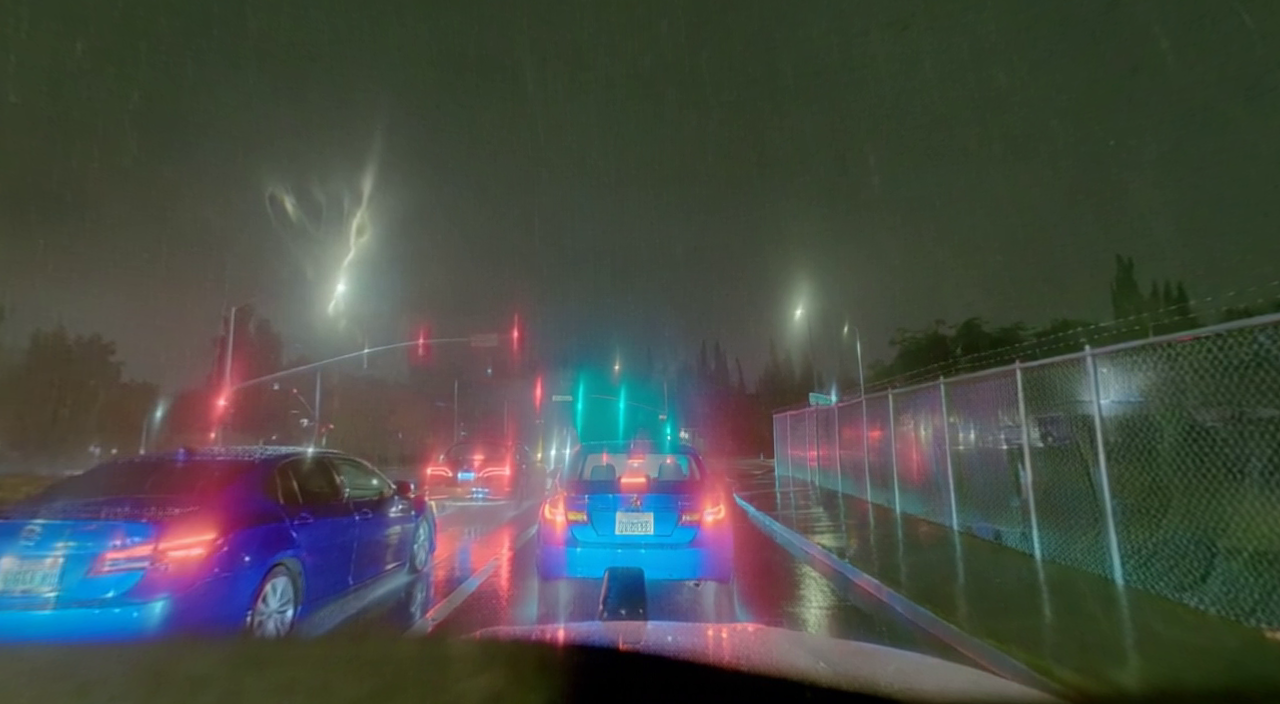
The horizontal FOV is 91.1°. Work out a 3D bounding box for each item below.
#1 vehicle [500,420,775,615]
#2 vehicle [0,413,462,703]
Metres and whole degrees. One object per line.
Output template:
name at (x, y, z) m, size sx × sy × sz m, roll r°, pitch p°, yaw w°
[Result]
vehicle at (-0.015, 1.603, 7.015) m, size 2.144 × 1.514 × 4.063 m, roll 0°, pitch -9°, yaw 0°
vehicle at (-3.201, 1.381, 5.250) m, size 1.971 × 1.488 × 4.581 m, roll 0°, pitch -9°, yaw 1°
